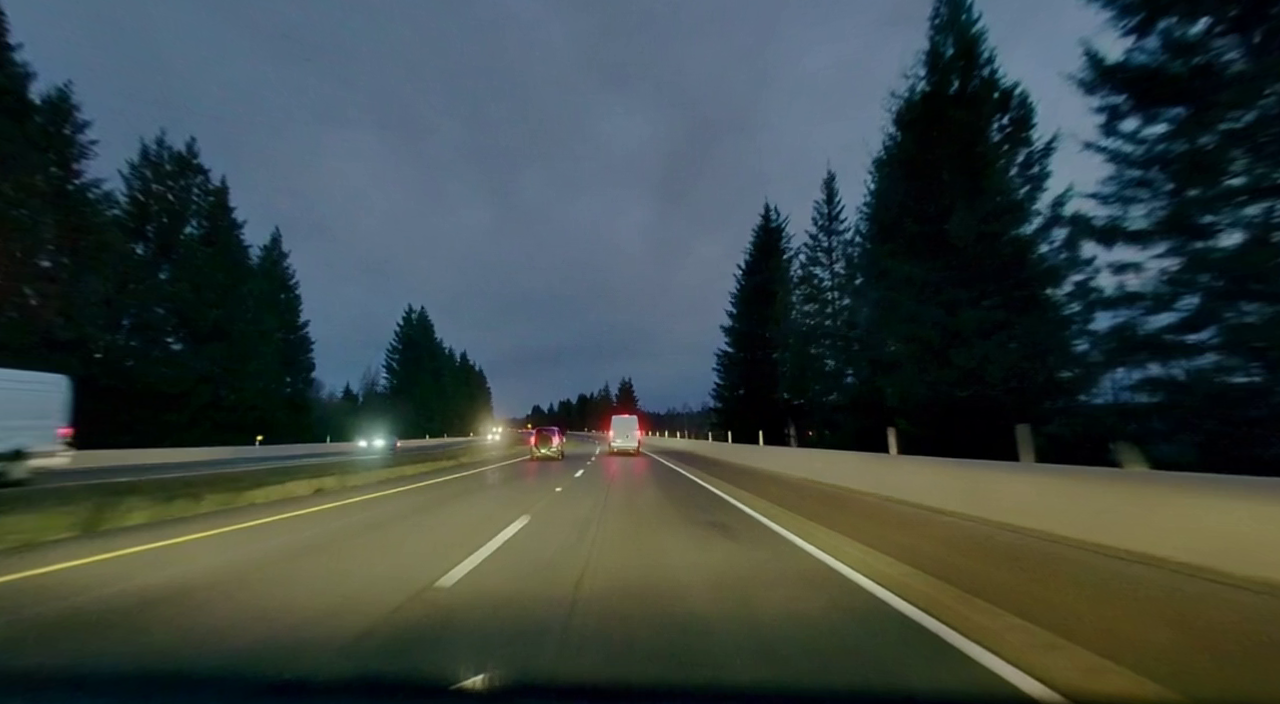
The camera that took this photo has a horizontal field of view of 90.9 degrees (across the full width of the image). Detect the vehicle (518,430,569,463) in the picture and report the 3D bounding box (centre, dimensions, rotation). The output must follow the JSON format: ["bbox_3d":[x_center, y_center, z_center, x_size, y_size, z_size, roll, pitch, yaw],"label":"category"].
[{"bbox_3d":[-5.085,5.056,33.865,2.110,1.636,4.453,0,-8,-1],"label":"vehicle"}]

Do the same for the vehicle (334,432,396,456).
[{"bbox_3d":[-17.169,5.759,39.627,2.035,1.439,4.343,0,-8,-1],"label":"vehicle"}]

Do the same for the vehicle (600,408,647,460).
[{"bbox_3d":[-1.079,5.035,38.613,2.647,2.896,6.480,0,-8,-3],"label":"vehicle"}]
